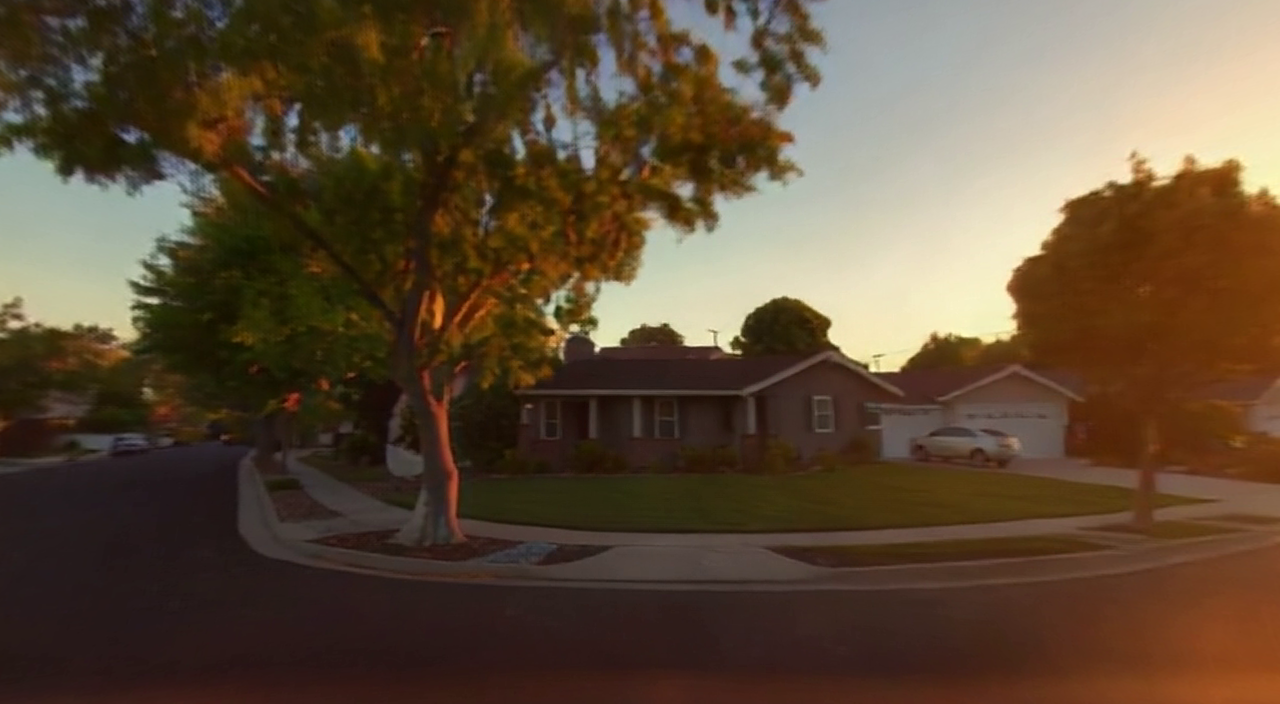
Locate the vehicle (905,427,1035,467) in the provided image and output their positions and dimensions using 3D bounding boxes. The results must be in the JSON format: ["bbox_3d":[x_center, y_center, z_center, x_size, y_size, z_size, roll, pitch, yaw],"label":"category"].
[{"bbox_3d":[13.607,3.955,26.329,1.844,1.495,4.404,5,-10,-30],"label":"vehicle"}]
